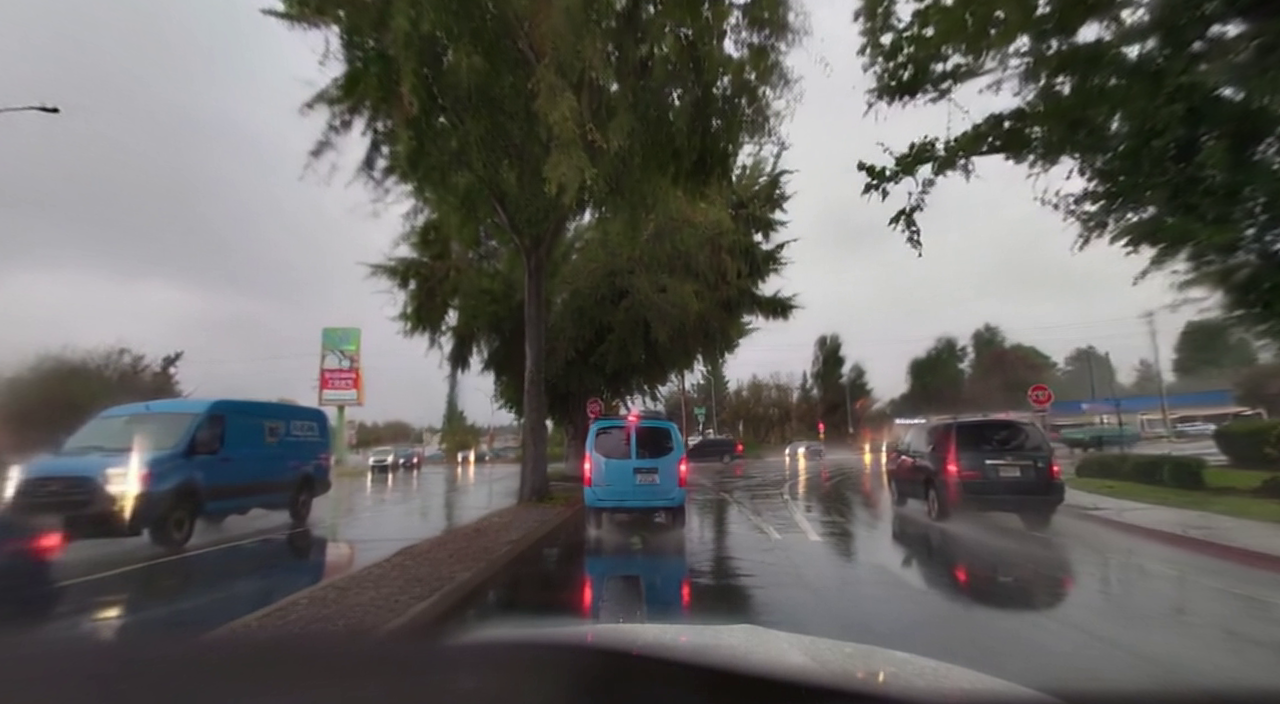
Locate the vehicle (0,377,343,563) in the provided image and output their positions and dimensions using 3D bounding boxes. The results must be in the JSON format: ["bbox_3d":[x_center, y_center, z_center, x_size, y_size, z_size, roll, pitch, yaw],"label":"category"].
[{"bbox_3d":[-7.650,1.924,10.867,2.426,2.410,5.046,0,-9,2],"label":"vehicle"}]

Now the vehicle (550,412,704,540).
[{"bbox_3d":[-0.017,2.150,11.508,2.237,1.828,4.546,-1,-9,4],"label":"vehicle"}]

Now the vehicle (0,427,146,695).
[{"bbox_3d":[-4.519,0.950,2.168,1.869,1.465,4.503,0,-9,2],"label":"vehicle"}]

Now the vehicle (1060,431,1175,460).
[{"bbox_3d":[26.542,5.198,35.160,5.155,1.515,2.131,2,-9,-12],"label":"vehicle"}]

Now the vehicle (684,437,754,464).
[{"bbox_3d":[5.456,6.738,43.277,4.651,1.710,1.985,7,-11,-37],"label":"vehicle"}]

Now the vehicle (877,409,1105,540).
[{"bbox_3d":[6.307,2.258,12.236,2.204,1.973,4.946,-1,-9,9],"label":"vehicle"}]
